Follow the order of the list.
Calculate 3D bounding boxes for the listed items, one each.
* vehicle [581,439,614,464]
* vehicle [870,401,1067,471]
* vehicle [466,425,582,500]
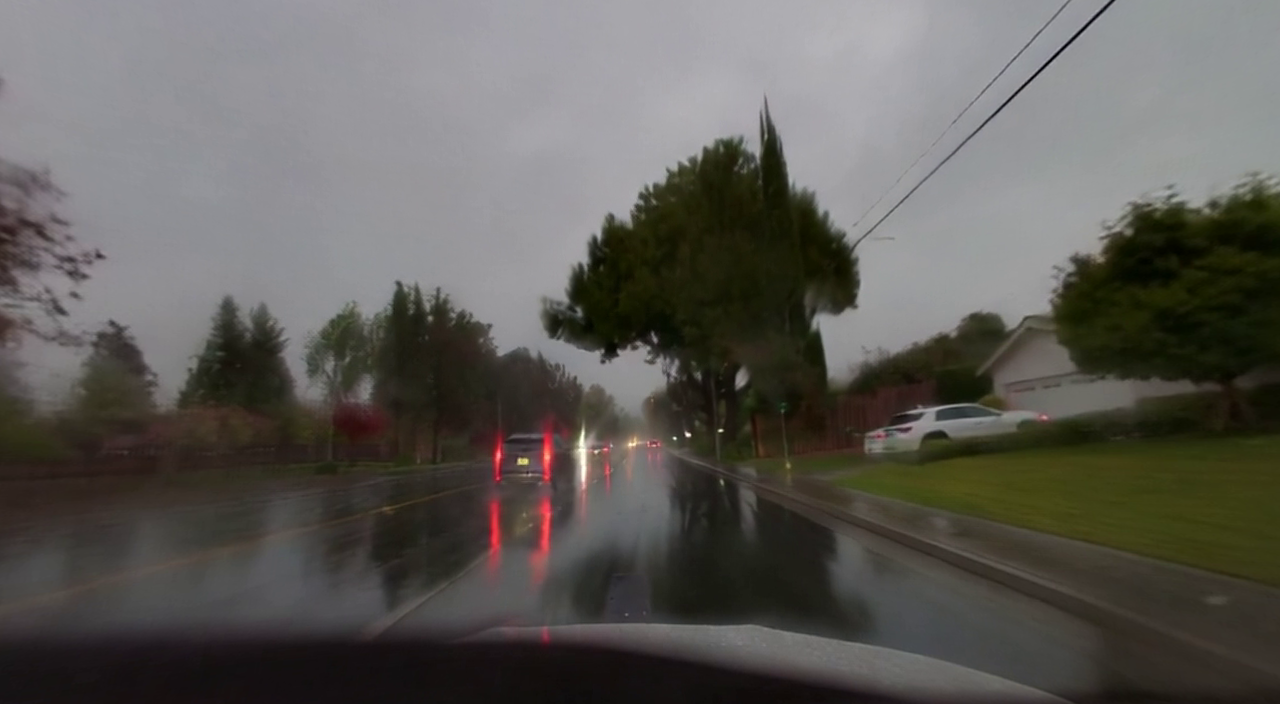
[{"bbox_3d":[-2.673,6.346,40.301,1.802,1.528,3.490,0,-8,1],"label":"vehicle"},{"bbox_3d":[10.014,2.583,19.531,4.944,2.023,1.973,0,-8,1],"label":"vehicle"},{"bbox_3d":[-2.955,2.952,17.230,2.190,1.766,4.394,0,-8,2],"label":"vehicle"}]
